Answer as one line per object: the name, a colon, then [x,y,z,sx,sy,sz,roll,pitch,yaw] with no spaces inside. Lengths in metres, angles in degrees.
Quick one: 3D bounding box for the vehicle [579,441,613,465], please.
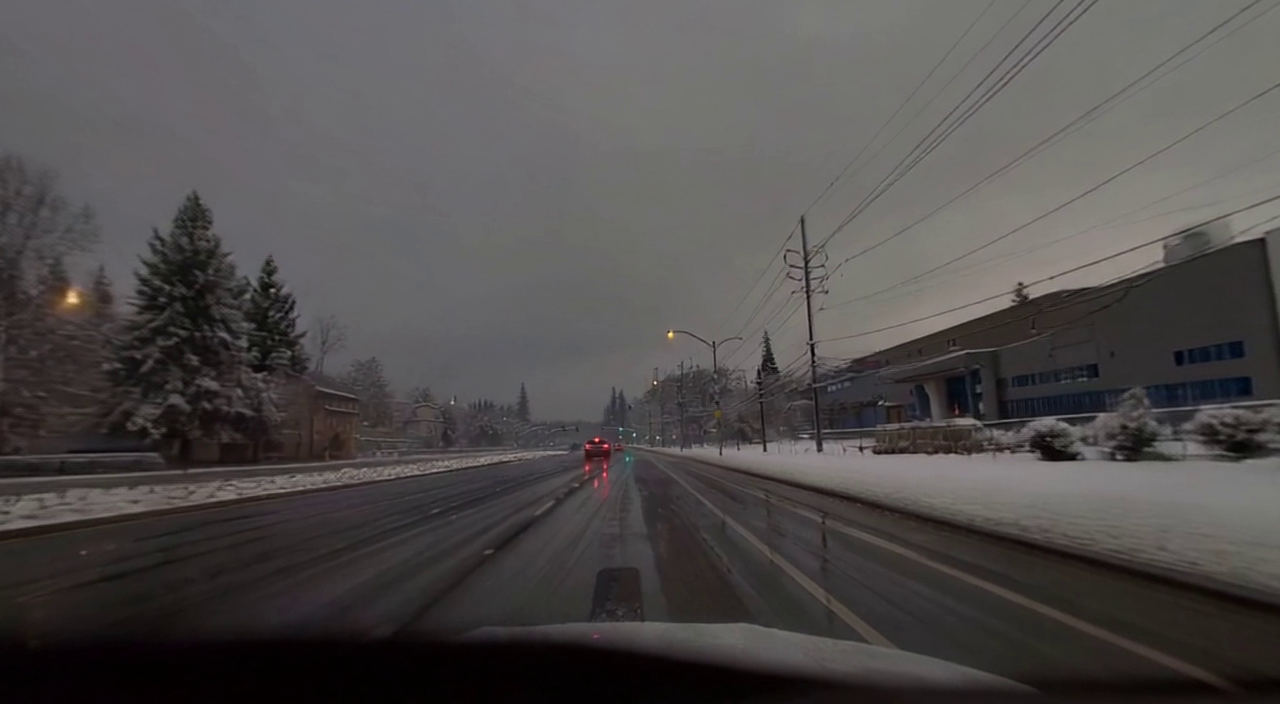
vehicle: [-3.120,7.267,45.515,2.121,1.654,3.993,0,-8,0]
